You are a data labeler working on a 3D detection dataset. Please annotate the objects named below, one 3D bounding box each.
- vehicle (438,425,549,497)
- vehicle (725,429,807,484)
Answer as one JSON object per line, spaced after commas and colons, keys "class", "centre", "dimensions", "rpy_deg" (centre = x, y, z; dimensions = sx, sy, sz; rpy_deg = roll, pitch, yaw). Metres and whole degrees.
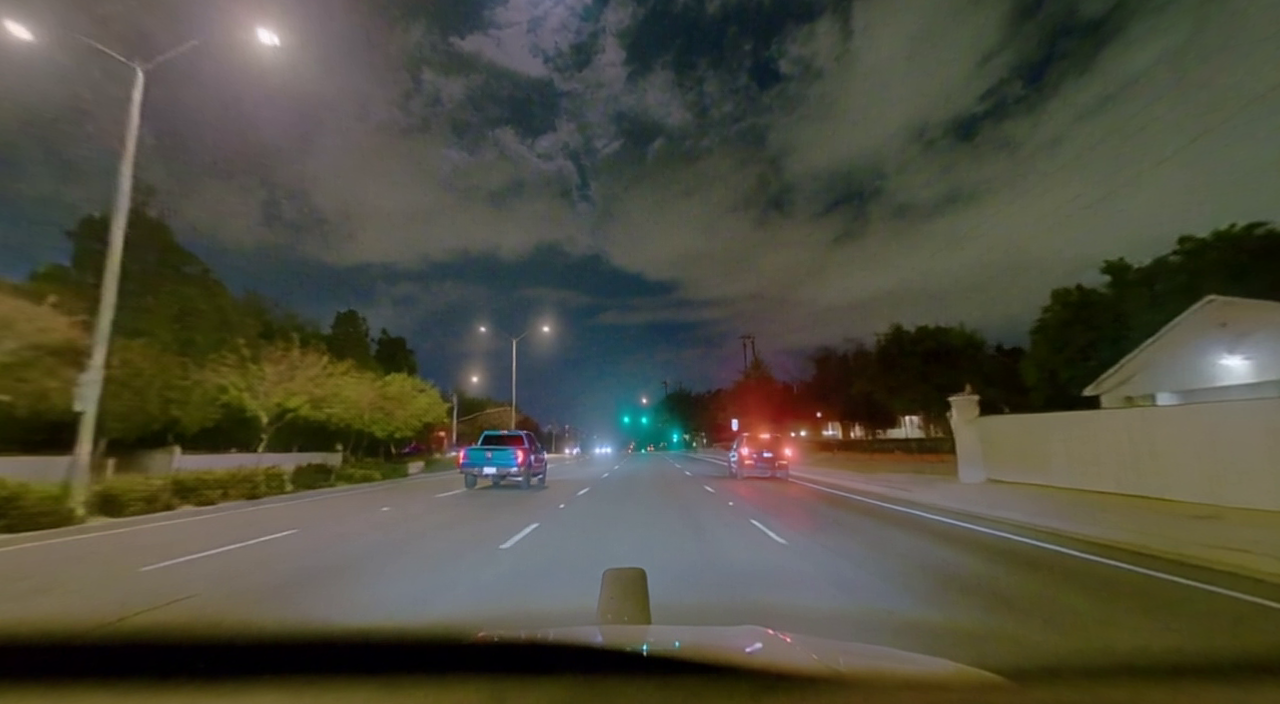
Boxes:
{"class": "vehicle", "centre": [-3.942, 3.029, 17.904], "dimensions": [2.002, 1.747, 4.728], "rpy_deg": [0, -8, 0]}
{"class": "vehicle", "centre": [4.343, 3.695, 22.488], "dimensions": [2.016, 1.736, 4.356], "rpy_deg": [0, -8, 0]}
